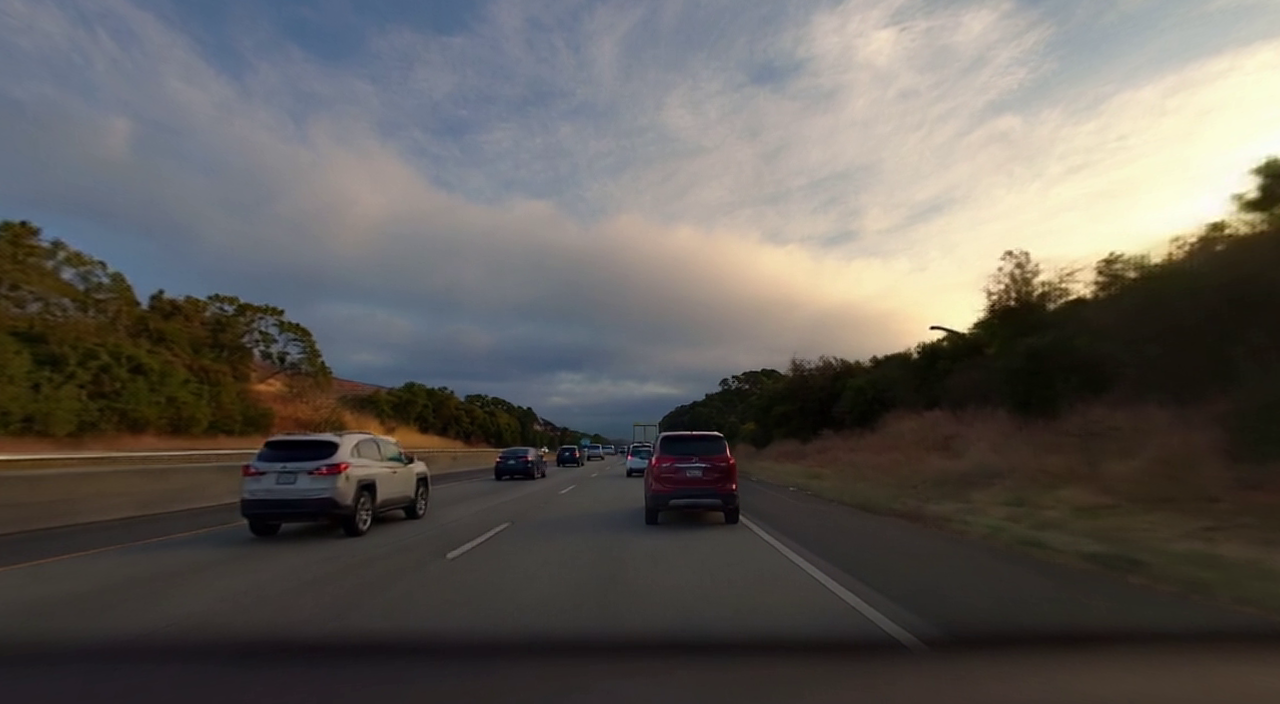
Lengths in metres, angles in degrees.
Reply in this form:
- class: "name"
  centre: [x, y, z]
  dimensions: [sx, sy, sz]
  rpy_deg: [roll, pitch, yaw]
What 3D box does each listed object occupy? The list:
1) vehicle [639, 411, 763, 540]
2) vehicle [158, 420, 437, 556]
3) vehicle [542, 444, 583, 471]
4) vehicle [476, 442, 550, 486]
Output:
- class: "vehicle"
  centre: [0.908, 2.152, 11.528]
  dimensions: [1.825, 1.920, 3.960]
  rpy_deg: [0, -9, -1]
- class: "vehicle"
  centre: [-4.898, 1.996, 9.903]
  dimensions: [1.934, 1.642, 4.201]
  rpy_deg: [0, -9, 1]
- class: "vehicle"
  centre: [-4.583, 6.298, 37.763]
  dimensions: [1.855, 1.527, 4.209]
  rpy_deg: [0, -9, 1]
- class: "vehicle"
  centre: [-4.584, 4.105, 23.371]
  dimensions: [1.867, 1.489, 3.829]
  rpy_deg: [0, -9, 1]
